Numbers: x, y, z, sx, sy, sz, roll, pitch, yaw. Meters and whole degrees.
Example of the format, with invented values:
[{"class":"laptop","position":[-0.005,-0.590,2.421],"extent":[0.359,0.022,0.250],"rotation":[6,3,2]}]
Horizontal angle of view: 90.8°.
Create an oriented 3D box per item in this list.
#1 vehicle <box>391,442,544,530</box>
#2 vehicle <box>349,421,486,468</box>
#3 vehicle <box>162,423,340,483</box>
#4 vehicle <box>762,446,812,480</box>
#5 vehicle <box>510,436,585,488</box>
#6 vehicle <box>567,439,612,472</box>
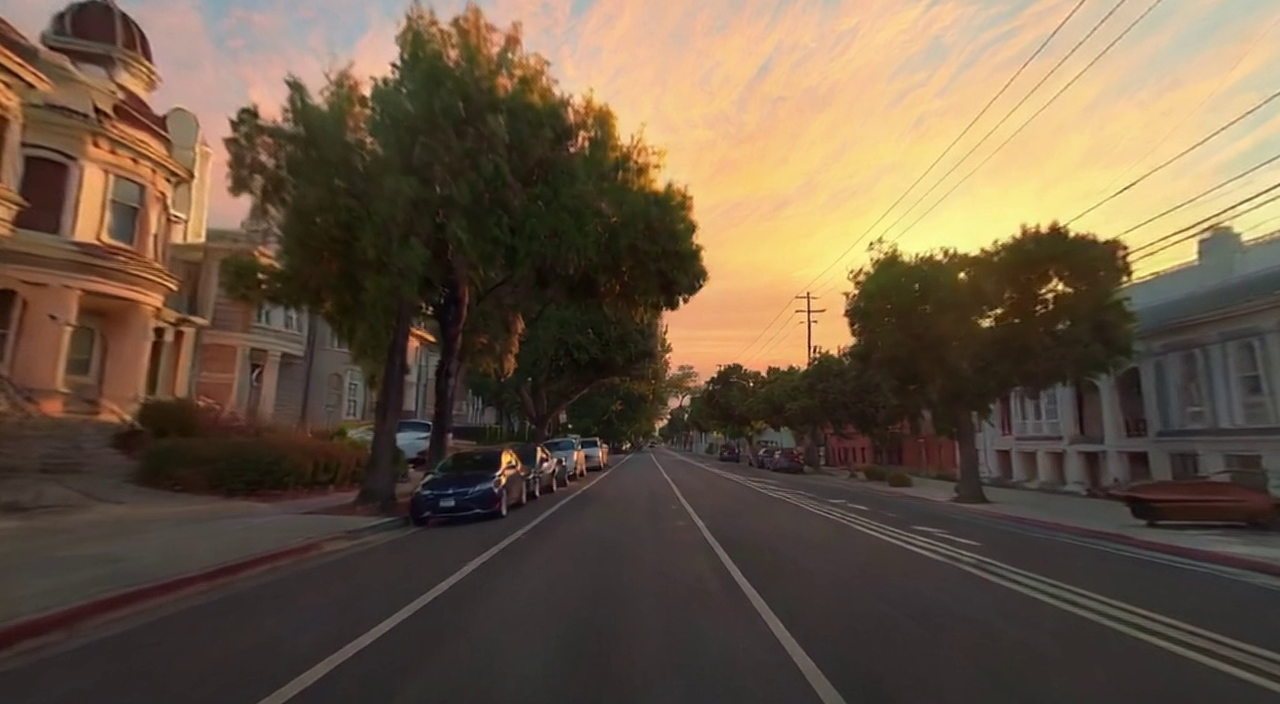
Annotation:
[{"class":"vehicle","position":[-3.473,2.787,13.818],"extent":[1.917,1.516,4.898],"rotation":[-2,-9,1]},{"class":"vehicle","position":[-11.629,4.914,33.451],"extent":[6.180,2.011,2.493],"rotation":[3,-8,1]},{"class":"vehicle","position":[-11.983,3.122,19.719],"extent":[4.156,1.562,2.011],"rotation":[3,-8,0]},{"class":"vehicle","position":[9.838,7.461,42.722],"extent":[2.156,1.882,4.790],"rotation":[7,-9,2]},{"class":"vehicle","position":[-3.414,4.200,24.420],"extent":[2.127,1.737,4.961],"rotation":[-1,-9,0]},{"class":"vehicle","position":[-3.099,6.527,40.088],"extent":[2.290,1.924,5.536],"rotation":[-1,-9,1]}]
